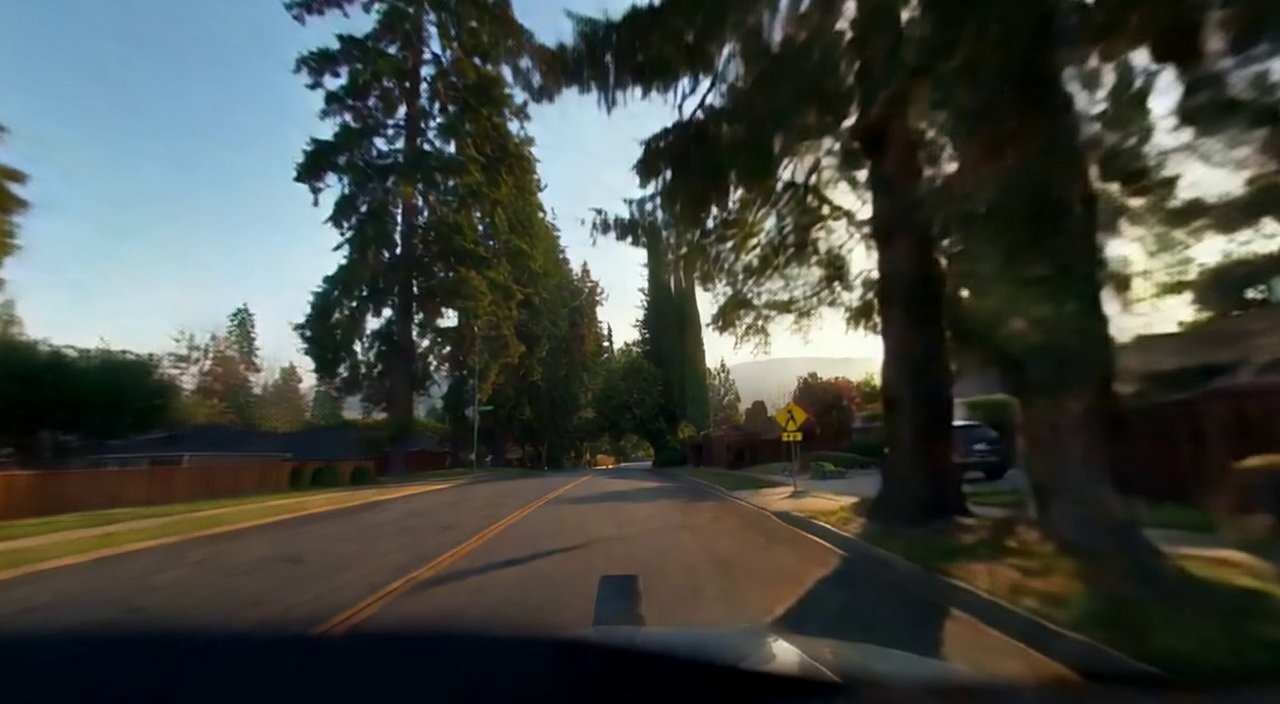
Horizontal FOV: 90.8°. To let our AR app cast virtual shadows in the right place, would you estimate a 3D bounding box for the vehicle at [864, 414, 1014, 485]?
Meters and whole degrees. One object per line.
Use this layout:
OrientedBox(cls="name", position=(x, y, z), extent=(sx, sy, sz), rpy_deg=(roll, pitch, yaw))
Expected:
OrientedBox(cls="vehicle", position=(9.771, 3.282, 21.435), extent=(2.335, 2.028, 6.172), rpy_deg=(0, -9, 3))
